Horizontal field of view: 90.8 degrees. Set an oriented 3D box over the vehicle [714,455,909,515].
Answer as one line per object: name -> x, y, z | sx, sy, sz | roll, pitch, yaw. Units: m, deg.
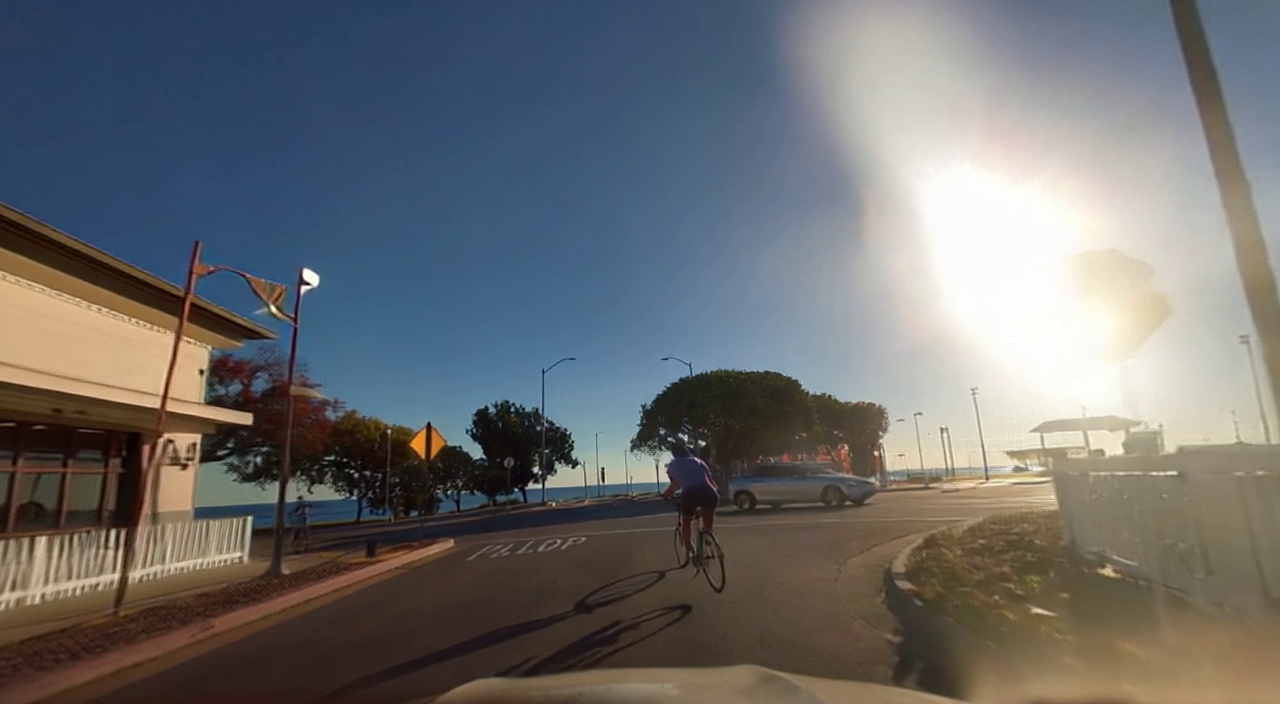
vehicle -> 4.920, 3.861, 18.958 | 2.112, 1.479, 5.323 | 7, -11, -40
